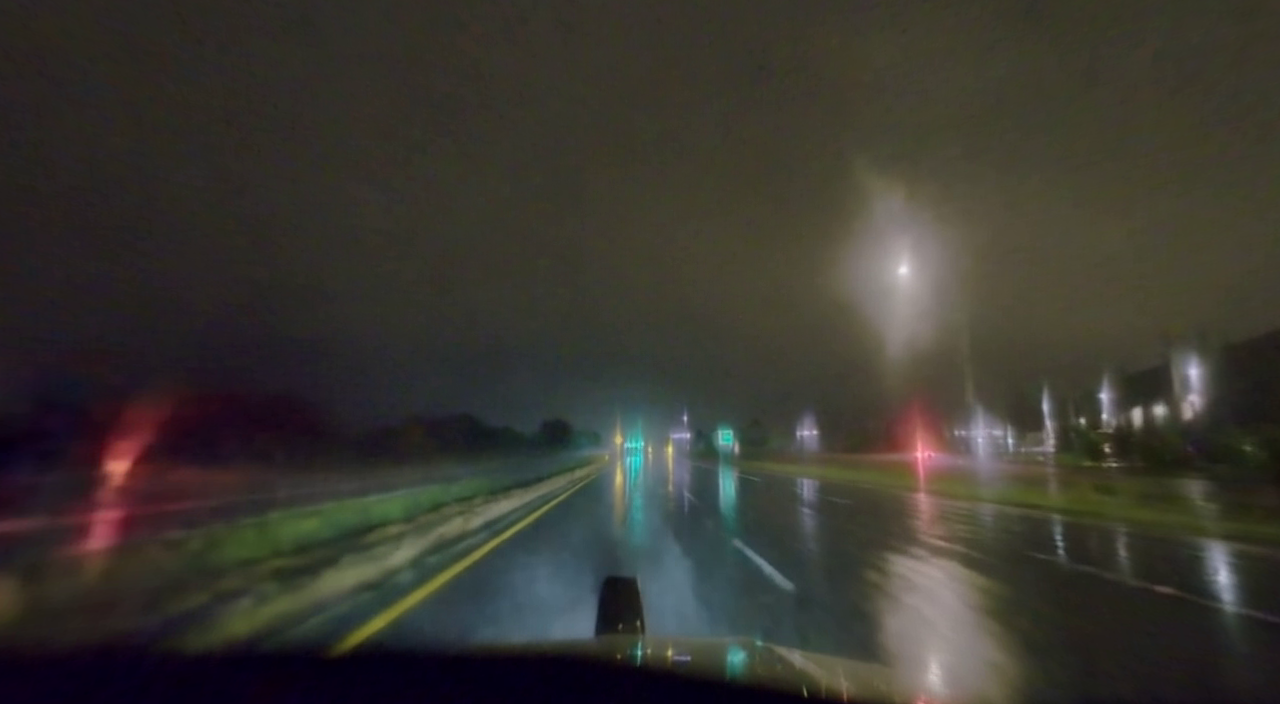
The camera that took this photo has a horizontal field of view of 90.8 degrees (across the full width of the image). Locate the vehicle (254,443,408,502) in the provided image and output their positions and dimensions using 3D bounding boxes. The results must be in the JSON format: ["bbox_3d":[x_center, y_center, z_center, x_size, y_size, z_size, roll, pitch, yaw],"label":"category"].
[{"bbox_3d":[-8.473,3.321,17.865,2.136,1.442,4.377,0,-9,0],"label":"vehicle"}]
